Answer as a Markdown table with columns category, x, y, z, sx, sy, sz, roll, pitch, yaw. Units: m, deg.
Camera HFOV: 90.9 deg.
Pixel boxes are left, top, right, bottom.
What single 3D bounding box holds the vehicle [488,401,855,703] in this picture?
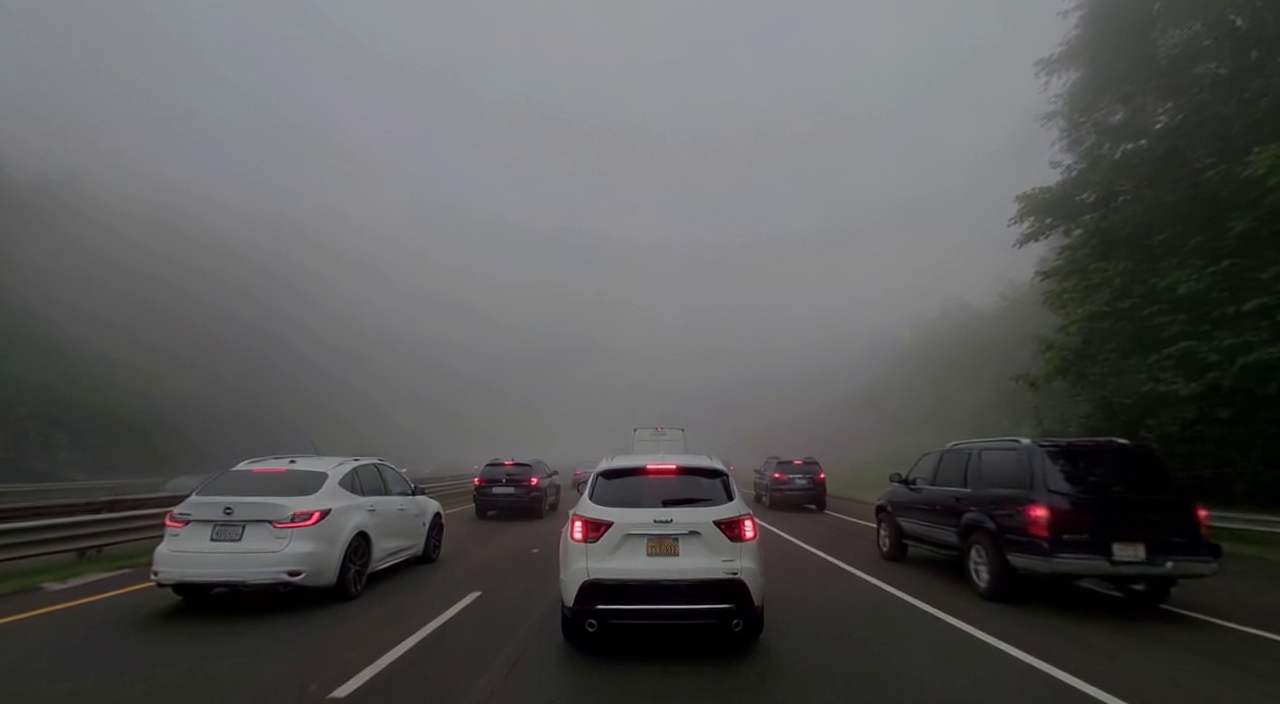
| category | x | y | z | sx | sy | sz | roll | pitch | yaw |
| --- | --- | --- | --- | --- | --- | --- | --- | --- | --- |
| vehicle | 0.161 | 1.537 | 5.713 | 2.057 | 1.725 | 4.126 | 1 | -11 | -1 |

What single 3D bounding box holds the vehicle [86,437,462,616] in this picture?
| category | x | y | z | sx | sy | sz | roll | pitch | yaw |
| --- | --- | --- | --- | --- | --- | --- | --- | --- | --- |
| vehicle | -3.894 | 1.956 | 7.829 | 1.994 | 1.556 | 4.263 | 0 | -11 | 1 |

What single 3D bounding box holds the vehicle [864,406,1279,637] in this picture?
| category | x | y | z | sx | sy | sz | roll | pitch | yaw |
| --- | --- | --- | --- | --- | --- | --- | --- | --- | --- |
| vehicle | 4.459 | 1.804 | 7.450 | 1.984 | 1.876 | 4.287 | 1 | -11 | 0 |
